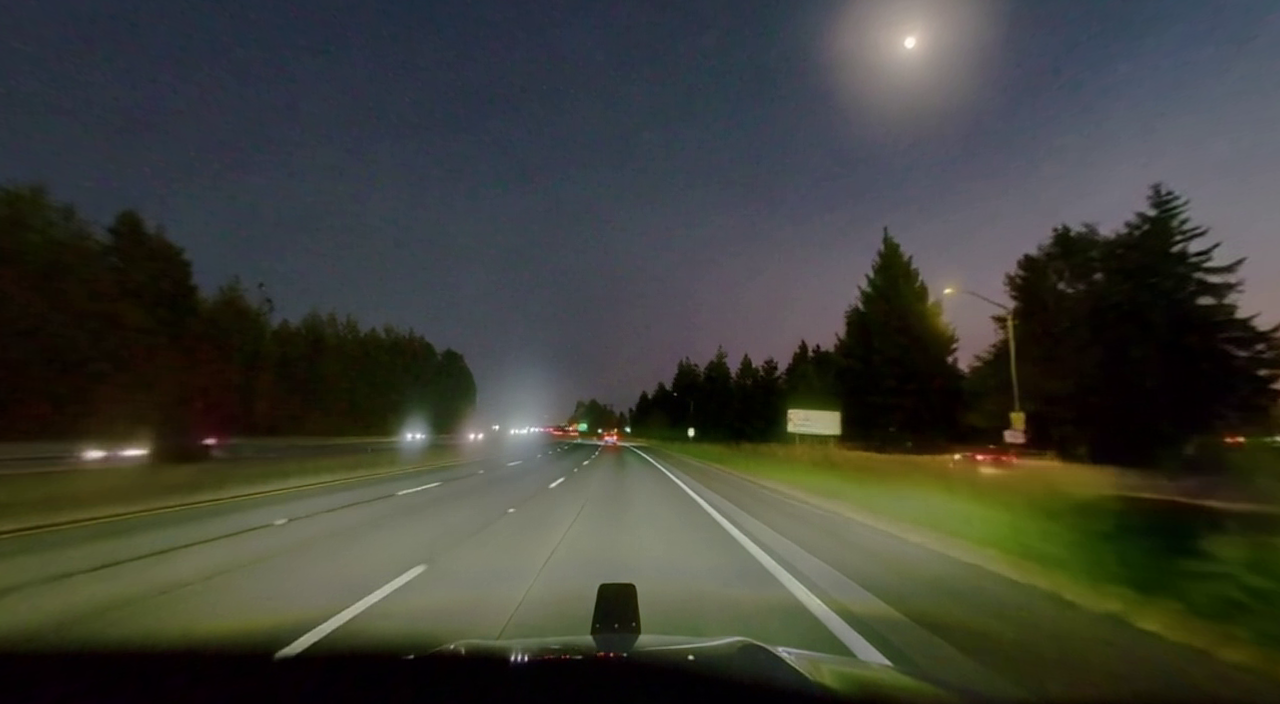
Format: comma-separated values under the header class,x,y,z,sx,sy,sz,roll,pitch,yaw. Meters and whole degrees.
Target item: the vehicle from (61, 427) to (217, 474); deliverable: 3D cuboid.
class,x,y,z,sx,sy,sz,roll,pitch,yaw
vehicle,-17.574,3.467,22.418,1.995,1.476,4.462,0,-8,-2
